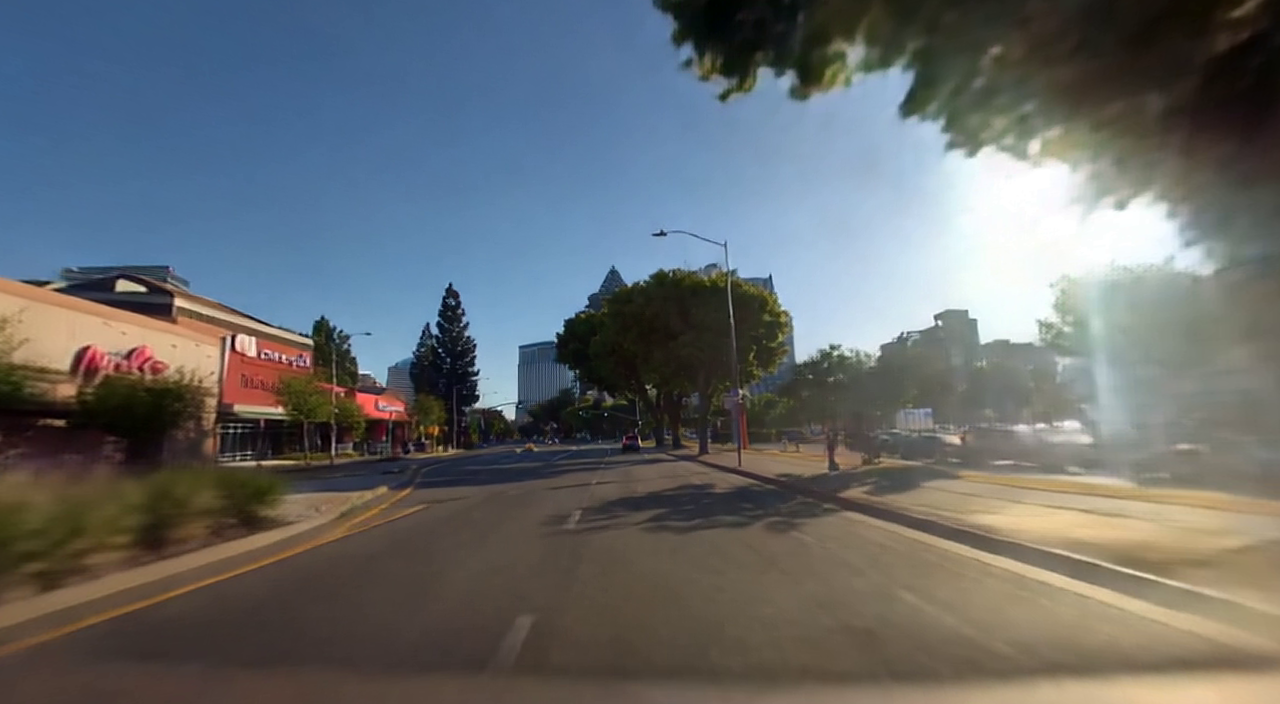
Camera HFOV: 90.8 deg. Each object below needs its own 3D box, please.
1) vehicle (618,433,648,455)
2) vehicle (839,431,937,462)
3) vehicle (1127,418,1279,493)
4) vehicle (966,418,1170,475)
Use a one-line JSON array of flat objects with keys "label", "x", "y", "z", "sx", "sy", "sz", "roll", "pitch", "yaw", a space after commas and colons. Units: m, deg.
[{"label": "vehicle", "x": -0.582, "y": 7.196, "z": 49.558, "sx": 2.230, "sy": 1.683, "sz": 4.204, "roll": 0, "pitch": -8, "yaw": -2}, {"label": "vehicle", "x": 13.191, "y": 5.027, "z": 33.766, "sx": 4.395, "sy": 1.497, "sz": 1.975, "roll": -1, "pitch": -7, "yaw": -1}, {"label": "vehicle", "x": 13.964, "y": 2.313, "z": 14.339, "sx": 4.228, "sy": 1.548, "sz": 1.881, "roll": 0, "pitch": -8, "yaw": -1}, {"label": "vehicle", "x": 13.258, "y": 2.956, "z": 19.837, "sx": 4.769, "sy": 1.636, "sz": 2.281, "roll": 0, "pitch": -8, "yaw": -2}]
